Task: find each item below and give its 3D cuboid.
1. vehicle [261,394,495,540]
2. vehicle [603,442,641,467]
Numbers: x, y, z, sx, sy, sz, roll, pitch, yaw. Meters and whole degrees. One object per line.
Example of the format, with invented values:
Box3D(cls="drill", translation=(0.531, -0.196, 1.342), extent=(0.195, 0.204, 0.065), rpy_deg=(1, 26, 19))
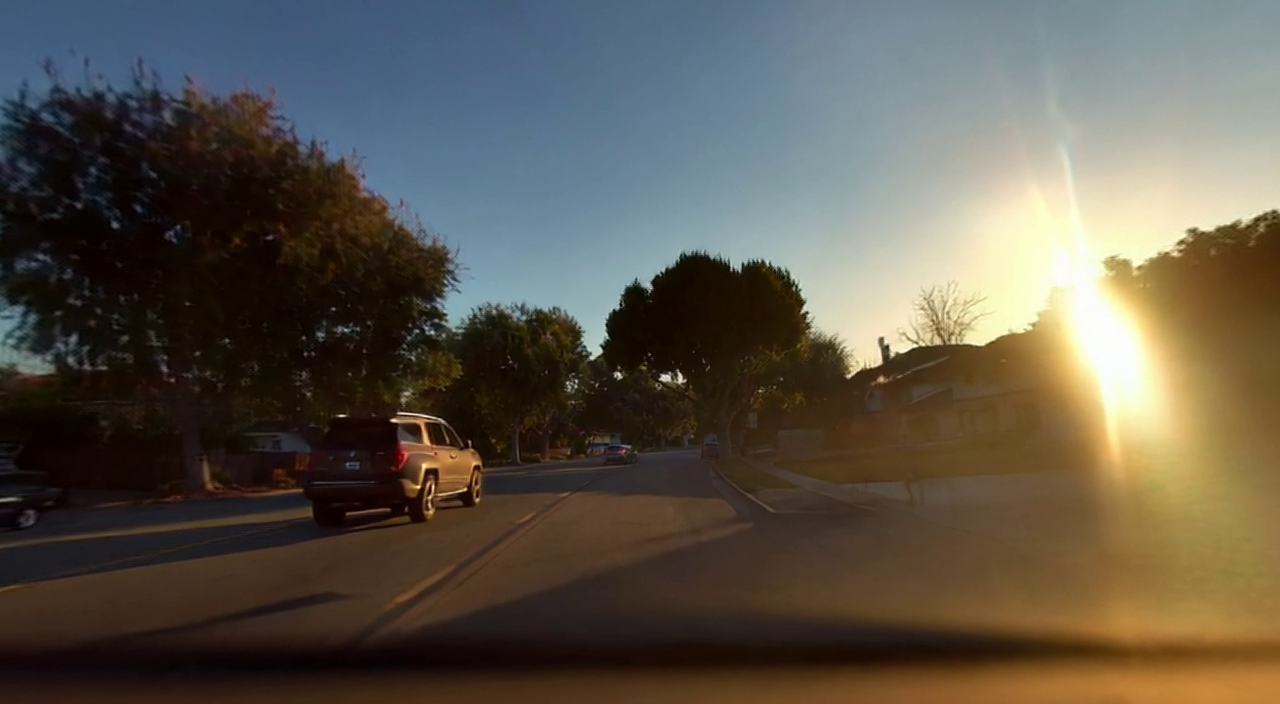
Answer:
Box3D(cls="vehicle", translation=(-4.370, 2.035, 11.726), extent=(2.085, 2.084, 5.133), rpy_deg=(0, -8, 1))
Box3D(cls="vehicle", translation=(-1.222, 7.403, 45.748), extent=(2.001, 1.664, 4.174), rpy_deg=(-2, -9, 9))
